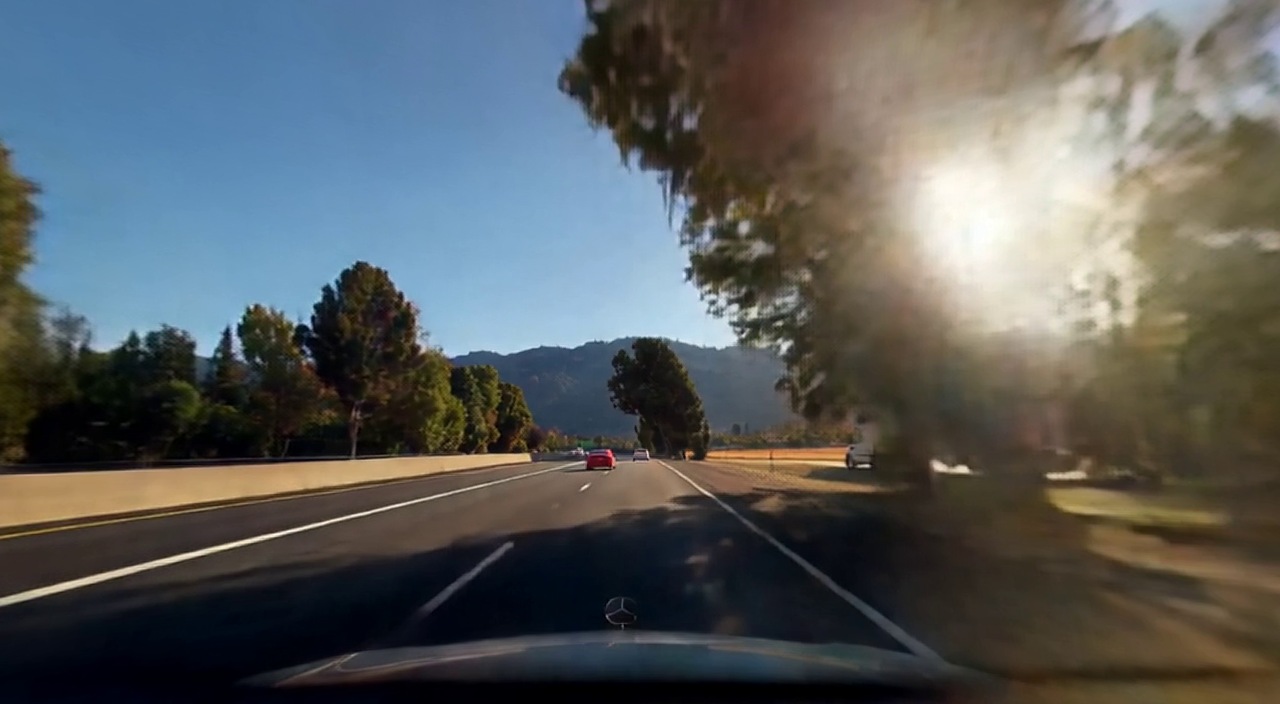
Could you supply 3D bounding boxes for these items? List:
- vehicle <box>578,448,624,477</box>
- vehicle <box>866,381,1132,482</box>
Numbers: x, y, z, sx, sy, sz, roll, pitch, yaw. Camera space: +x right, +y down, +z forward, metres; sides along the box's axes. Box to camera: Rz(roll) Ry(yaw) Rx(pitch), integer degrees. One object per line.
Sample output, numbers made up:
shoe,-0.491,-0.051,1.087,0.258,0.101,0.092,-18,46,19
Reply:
vehicle,-2.042,5.976,34.500,2.170,1.451,4.584,0,-9,1
vehicle,17.603,4.376,33.541,2.859,4.163,14.784,1,-9,-12
